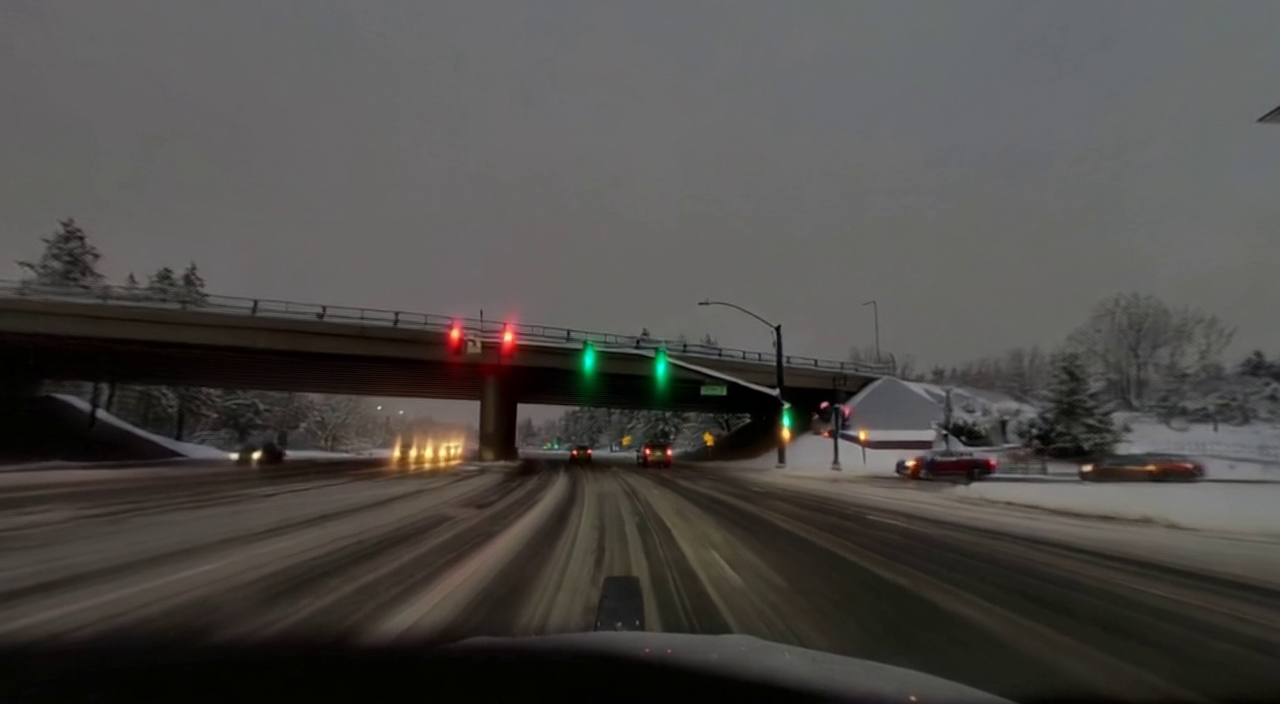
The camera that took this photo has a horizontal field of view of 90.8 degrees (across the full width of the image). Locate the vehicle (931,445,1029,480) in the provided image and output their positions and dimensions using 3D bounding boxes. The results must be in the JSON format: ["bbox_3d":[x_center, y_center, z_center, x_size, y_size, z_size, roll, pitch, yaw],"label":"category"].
[{"bbox_3d":[16.681,5.409,31.019,4.154,1.603,1.834,4,-9,-20],"label":"vehicle"}]

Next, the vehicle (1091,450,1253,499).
[{"bbox_3d":[17.267,3.931,20.530,4.538,1.417,1.948,4,-9,-21],"label":"vehicle"}]

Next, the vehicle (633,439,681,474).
[{"bbox_3d":[0.845,5.557,33.750,2.024,1.724,3.928,2,-9,-7],"label":"vehicle"}]

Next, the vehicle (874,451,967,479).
[{"bbox_3d":[15.392,6.202,34.721,4.490,1.430,1.996,4,-9,-20],"label":"vehicle"}]

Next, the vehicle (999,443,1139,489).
[{"bbox_3d":[16.635,4.404,24.545,4.501,1.631,2.165,4,-9,-20],"label":"vehicle"}]

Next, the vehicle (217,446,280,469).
[{"bbox_3d":[-27.734,7.479,44.981,2.020,1.515,4.808,2,-9,-9],"label":"vehicle"}]

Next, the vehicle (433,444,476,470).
[{"bbox_3d":[-12.188,6.921,41.757,1.961,1.492,4.479,1,-7,-7],"label":"vehicle"}]

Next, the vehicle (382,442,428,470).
[{"bbox_3d":[-15.035,6.652,40.635,1.989,1.619,4.612,2,-7,-11],"label":"vehicle"}]
